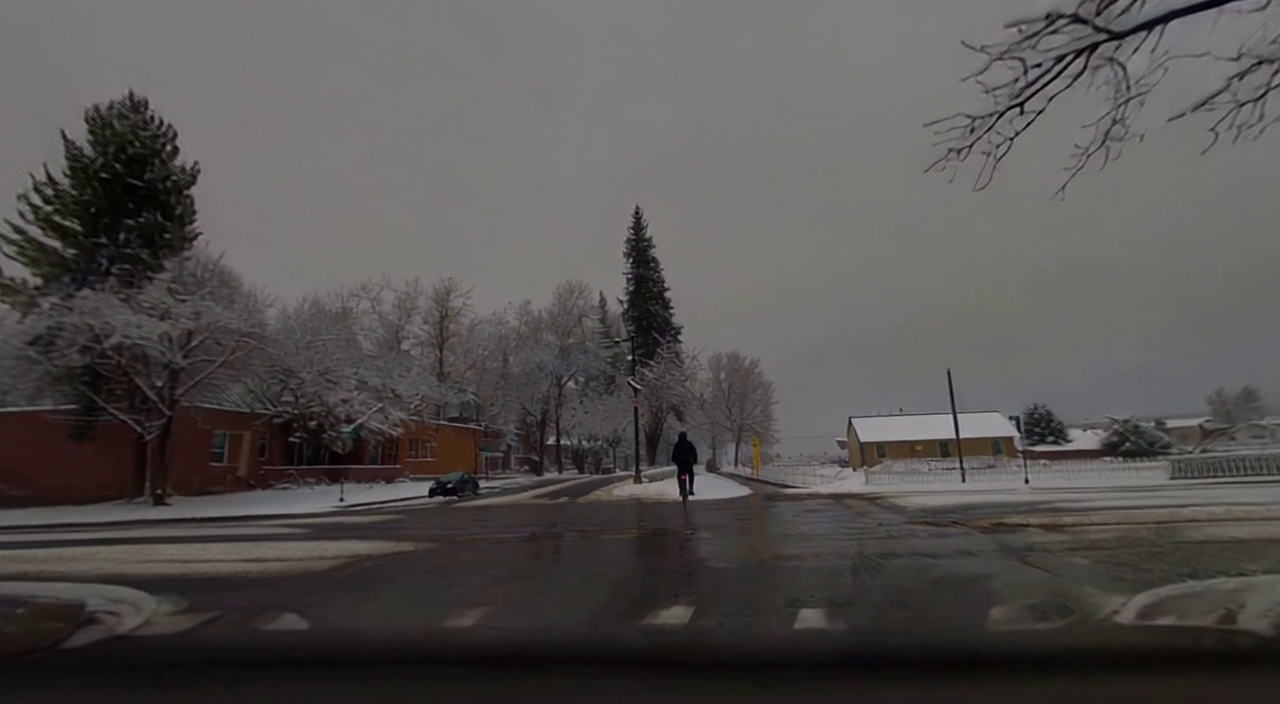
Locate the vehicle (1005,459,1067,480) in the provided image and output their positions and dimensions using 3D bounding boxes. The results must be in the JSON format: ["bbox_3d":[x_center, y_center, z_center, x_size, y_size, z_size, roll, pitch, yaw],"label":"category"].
[{"bbox_3d":[30.451,9.011,48.615,3.794,1.403,1.636,-1,-9,-9],"label":"vehicle"}]
